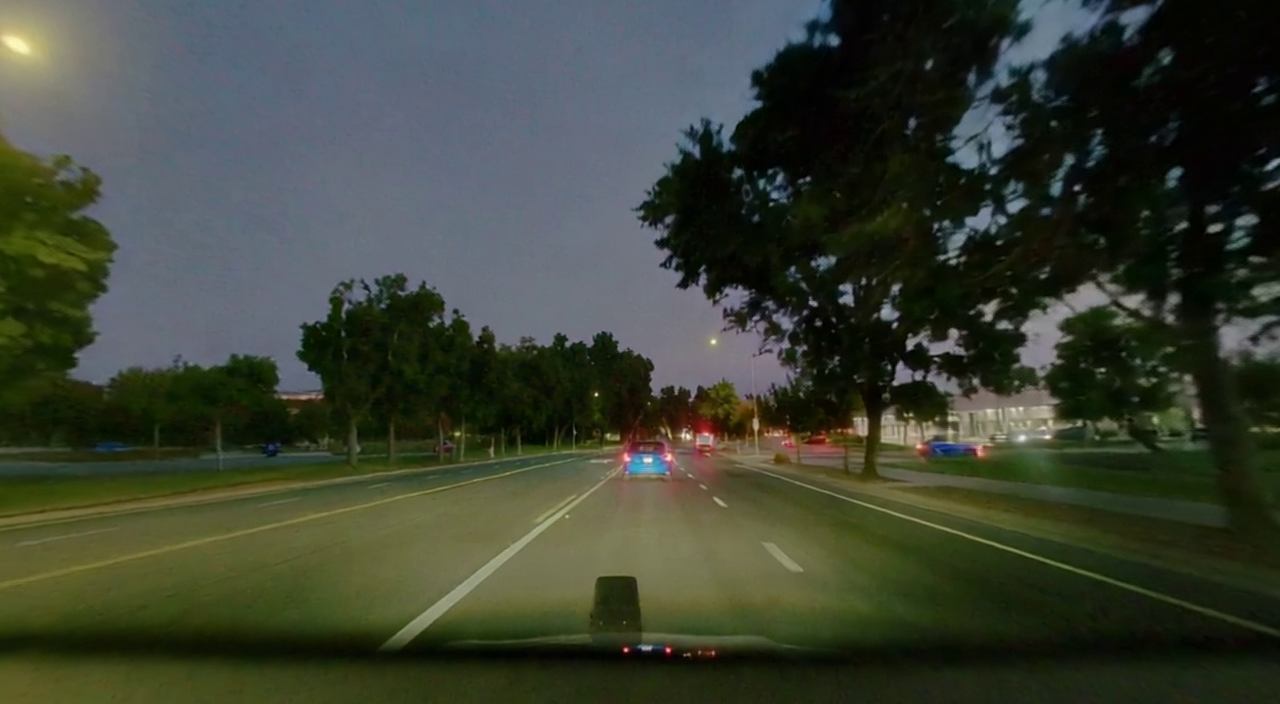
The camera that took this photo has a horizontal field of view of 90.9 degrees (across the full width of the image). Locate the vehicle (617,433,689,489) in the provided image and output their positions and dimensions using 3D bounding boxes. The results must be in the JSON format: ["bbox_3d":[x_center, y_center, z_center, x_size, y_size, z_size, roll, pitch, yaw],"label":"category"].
[{"bbox_3d":[0.374,3.339,19.638,2.010,1.535,3.735,-1,-8,0],"label":"vehicle"}]

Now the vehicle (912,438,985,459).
[{"bbox_3d":[22.540,7.034,46.137,4.305,1.457,1.885,-1,-8,5],"label":"vehicle"}]
